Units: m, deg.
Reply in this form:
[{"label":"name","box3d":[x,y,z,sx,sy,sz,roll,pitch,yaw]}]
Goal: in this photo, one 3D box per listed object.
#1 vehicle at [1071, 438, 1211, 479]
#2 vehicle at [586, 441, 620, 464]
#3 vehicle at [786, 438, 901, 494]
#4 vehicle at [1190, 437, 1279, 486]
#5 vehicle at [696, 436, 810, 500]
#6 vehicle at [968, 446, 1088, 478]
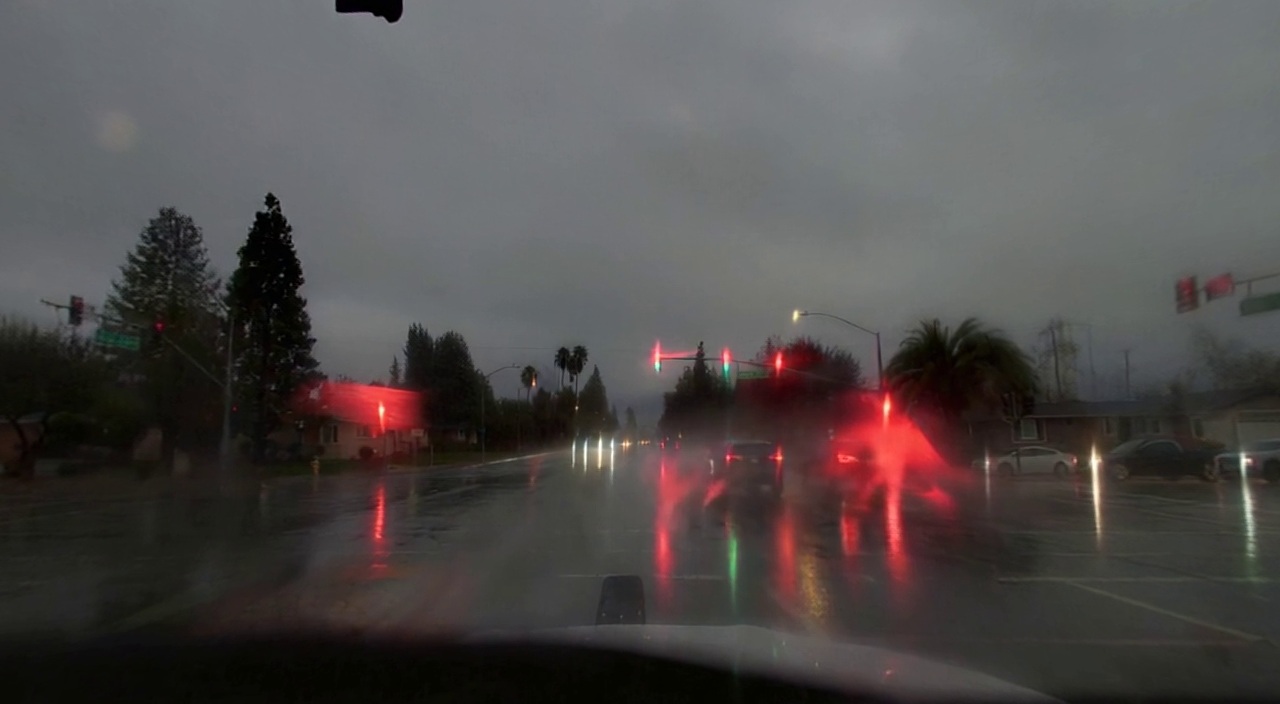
[{"label":"vehicle","box3d":[23.476,4.988,29.758,4.807,1.835,2.033,0,-9,-1]},{"label":"vehicle","box3d":[-2.423,6.709,42.282,2.045,1.484,3.991,0,-9,0]},{"label":"vehicle","box3d":[6.272,3.553,20.097,2.074,1.530,4.565,0,-9,-1]},{"label":"vehicle","box3d":[23.611,4.040,23.479,4.417,1.725,1.969,0,-9,-1]},{"label":"vehicle","box3d":[2.912,3.126,17.558,2.142,1.506,4.948,0,-9,-1]},{"label":"vehicle","box3d":[19.712,5.604,32.251,4.874,1.544,1.779,0,-9,1]}]
